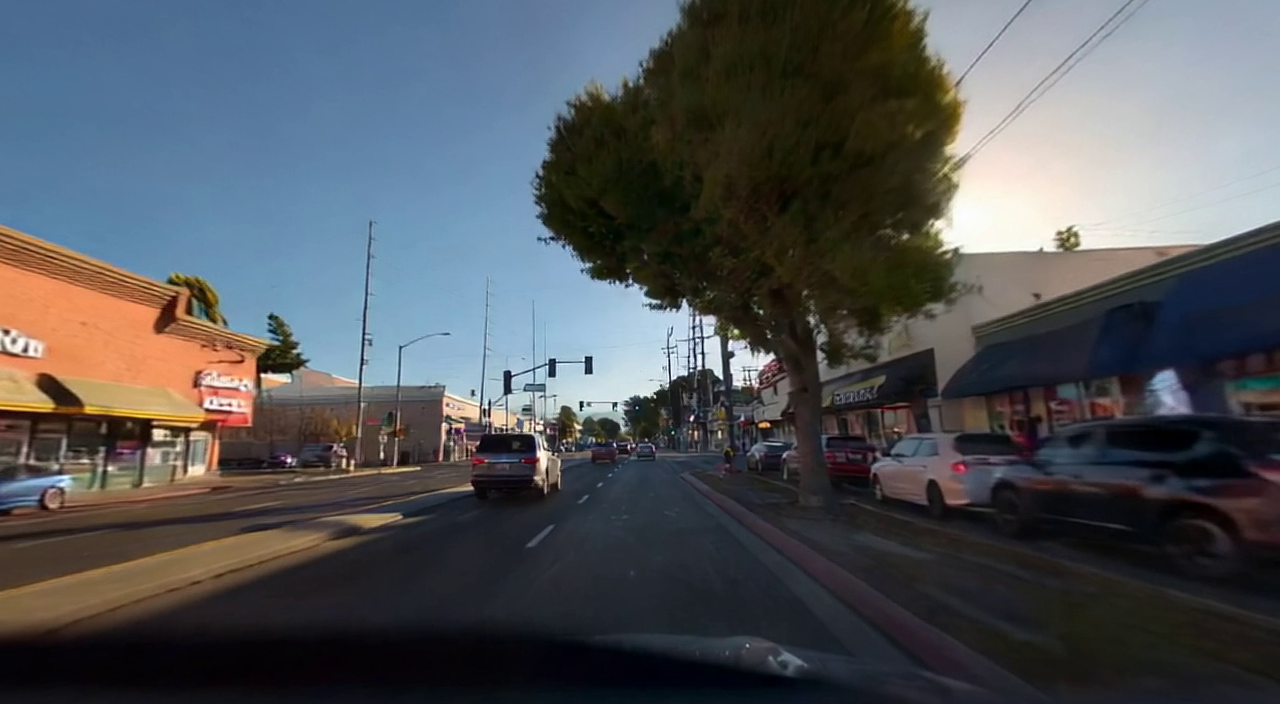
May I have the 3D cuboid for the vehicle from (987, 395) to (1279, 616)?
[{"bbox_3d":[6.384,1.579,7.221,1.985,1.835,4.936,0,-9,0],"label":"vehicle"}]

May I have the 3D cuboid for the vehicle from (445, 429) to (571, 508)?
[{"bbox_3d":[-3.033,2.801,15.599,2.049,1.646,4.445,0,-9,2],"label":"vehicle"}]

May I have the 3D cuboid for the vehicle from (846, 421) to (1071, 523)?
[{"bbox_3d":[6.490,2.519,13.802,2.203,1.797,5.165,0,-9,0],"label":"vehicle"}]

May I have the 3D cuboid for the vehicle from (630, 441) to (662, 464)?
[{"bbox_3d":[0.374,6.791,42.836,2.037,1.484,4.073,0,-9,0],"label":"vehicle"}]

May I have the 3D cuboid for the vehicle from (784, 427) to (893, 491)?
[{"bbox_3d":[6.429,3.530,21.082,2.128,1.900,4.724,0,-9,0],"label":"vehicle"}]
